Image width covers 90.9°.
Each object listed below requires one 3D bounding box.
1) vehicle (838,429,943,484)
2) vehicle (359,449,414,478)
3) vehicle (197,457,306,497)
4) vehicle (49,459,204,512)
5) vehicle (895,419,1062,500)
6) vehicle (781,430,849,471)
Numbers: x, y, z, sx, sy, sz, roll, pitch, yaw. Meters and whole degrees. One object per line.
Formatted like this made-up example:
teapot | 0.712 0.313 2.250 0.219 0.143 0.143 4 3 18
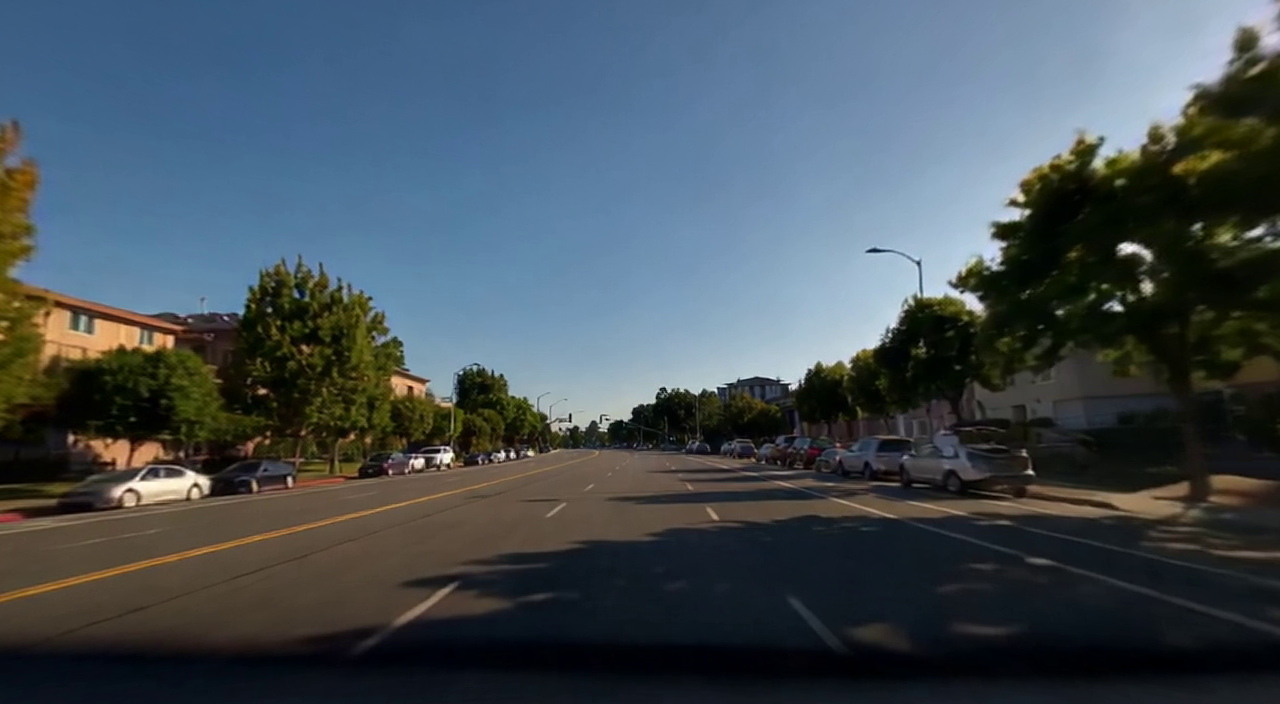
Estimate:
vehicle | 9.854 4.144 25.337 2.088 1.973 5.003 0 -8 -1
vehicle | -16.720 7.324 41.836 1.913 1.744 4.478 -1 -8 -2
vehicle | -16.844 5.393 27.658 1.868 1.470 4.652 -1 -8 0
vehicle | -17.324 4.491 21.591 1.879 1.494 4.227 0 -8 -3
vehicle | 9.749 3.145 18.863 2.169 2.043 5.484 -1 -8 3
vehicle | 9.936 5.672 36.321 2.115 2.151 5.826 0 -9 -1
